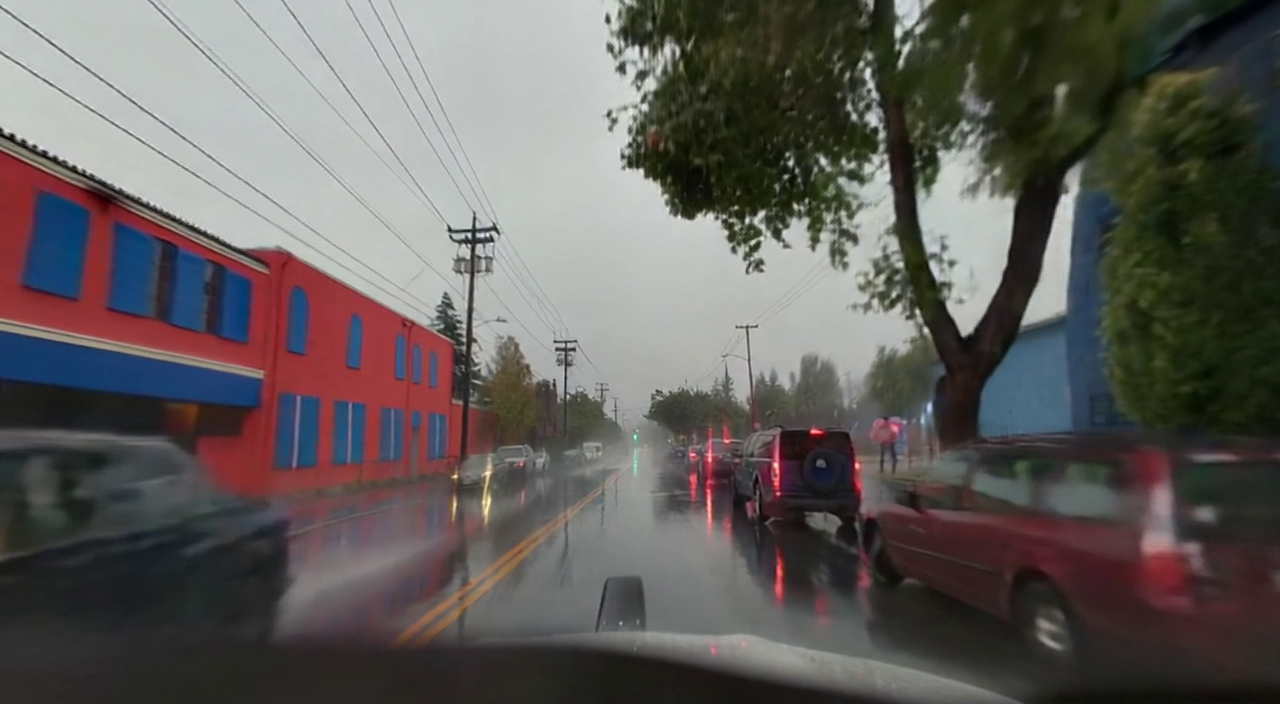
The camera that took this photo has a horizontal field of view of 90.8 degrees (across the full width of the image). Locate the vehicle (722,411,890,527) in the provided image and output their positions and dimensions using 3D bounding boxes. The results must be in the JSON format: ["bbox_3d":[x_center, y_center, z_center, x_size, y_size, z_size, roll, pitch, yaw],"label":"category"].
[{"bbox_3d":[3.191,2.397,13.441,2.263,1.996,4.870,0,-9,0],"label":"vehicle"}]

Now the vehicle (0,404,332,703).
[{"bbox_3d":[-3.083,0.903,1.804,2.036,1.515,4.437,-1,-9,2],"label":"vehicle"}]

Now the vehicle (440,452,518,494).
[{"bbox_3d":[-6.310,4.758,25.324,1.844,1.486,4.474,0,-9,2],"label":"vehicle"}]

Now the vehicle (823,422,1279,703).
[{"bbox_3d":[3.088,1.366,4.769,1.966,1.471,4.552,0,-9,-1],"label":"vehicle"}]
